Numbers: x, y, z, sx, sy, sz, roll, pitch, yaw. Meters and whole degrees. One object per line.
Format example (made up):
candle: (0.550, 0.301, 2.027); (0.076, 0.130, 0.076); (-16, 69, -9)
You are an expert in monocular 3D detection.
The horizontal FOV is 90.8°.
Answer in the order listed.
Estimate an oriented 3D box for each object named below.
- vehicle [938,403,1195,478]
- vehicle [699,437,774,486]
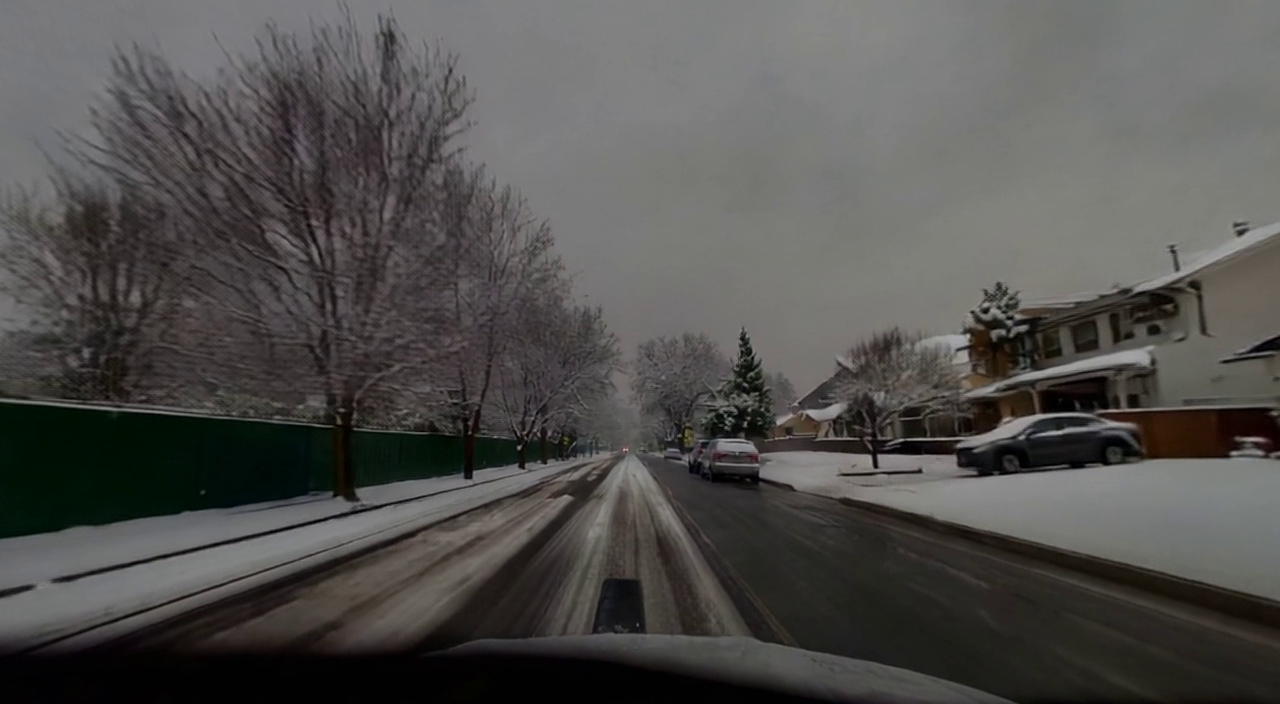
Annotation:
vehicle: (10.879, 2.307, 16.468); (5.046, 1.800, 2.201); (0, -8, 0)
vehicle: (3.578, 4.173, 24.449); (2.122, 1.673, 4.876); (0, -9, 0)
